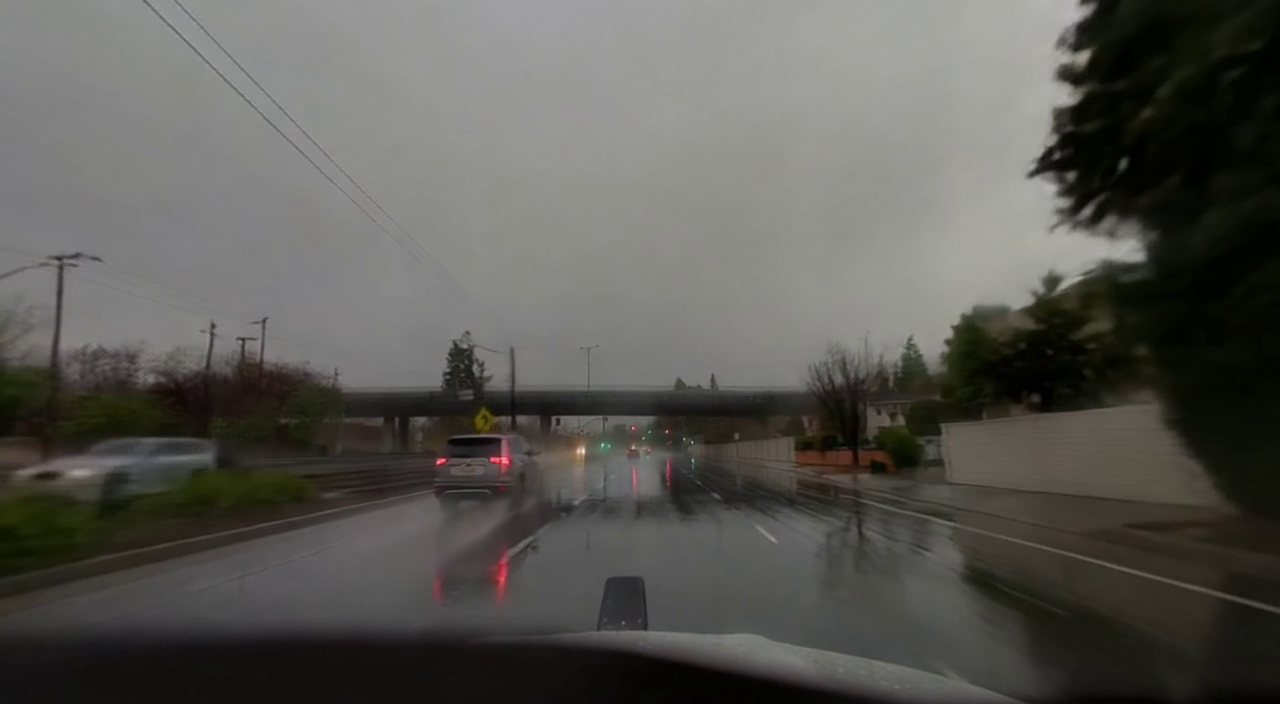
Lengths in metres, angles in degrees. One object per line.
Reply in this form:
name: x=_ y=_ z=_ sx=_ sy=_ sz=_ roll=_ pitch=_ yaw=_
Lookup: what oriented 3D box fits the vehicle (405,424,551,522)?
vehicle: x=-3.180 y=2.493 z=13.346 sx=1.882 sy=1.704 sz=4.335 roll=-1 pitch=-9 yaw=1
